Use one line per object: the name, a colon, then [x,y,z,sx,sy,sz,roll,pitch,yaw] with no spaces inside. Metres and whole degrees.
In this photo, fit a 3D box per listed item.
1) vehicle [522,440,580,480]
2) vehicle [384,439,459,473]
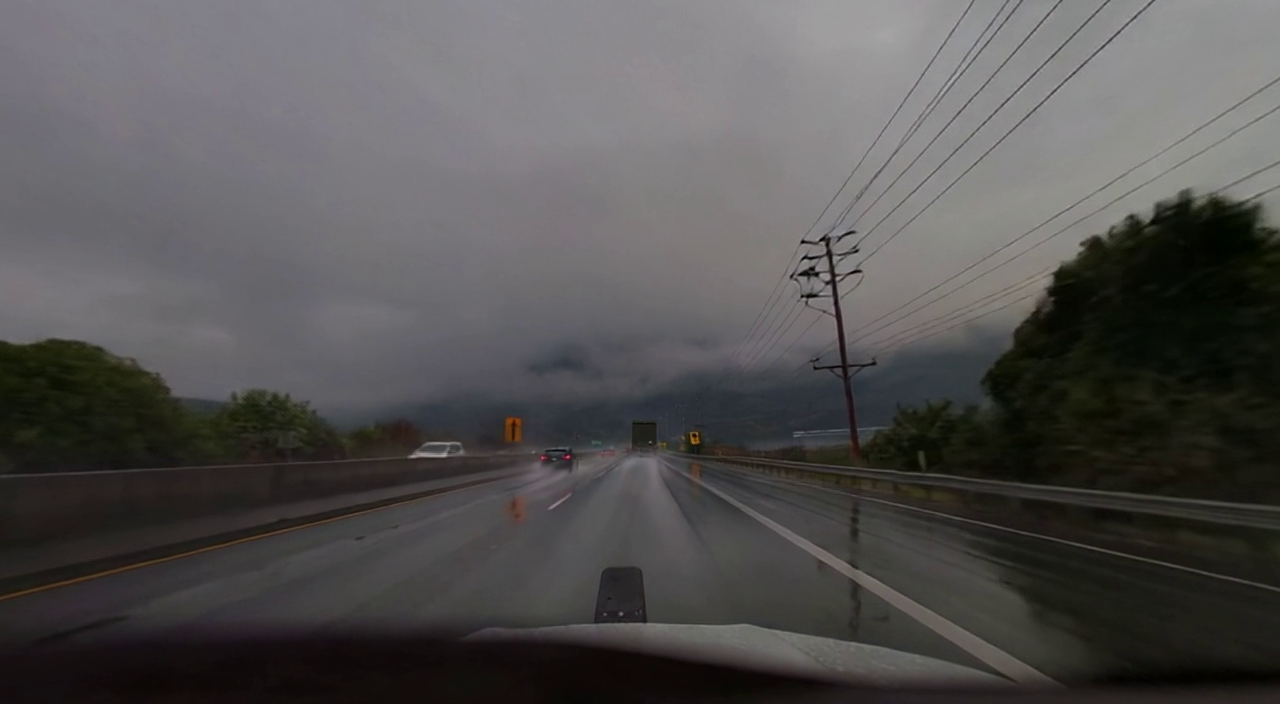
vehicle: [-4.053,5.006,29.538,2.111,1.735,4.066,0,-9,0]
vehicle: [-11.798,5.663,34.411,2.228,1.677,5.206,0,-9,0]
